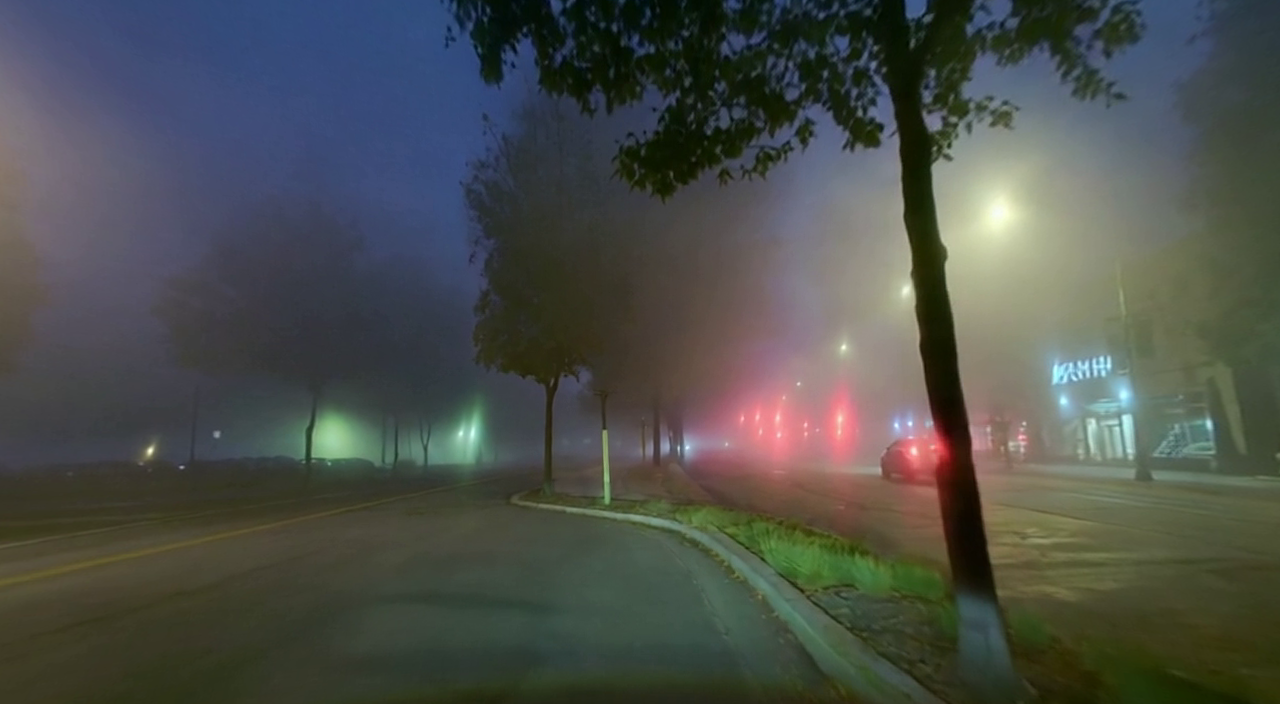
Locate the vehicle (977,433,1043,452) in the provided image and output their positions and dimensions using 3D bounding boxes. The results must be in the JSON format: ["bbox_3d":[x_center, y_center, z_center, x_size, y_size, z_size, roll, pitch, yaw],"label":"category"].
[{"bbox_3d":[27.828,6.857,47.606,3.839,1.386,1.816,-1,-9,6],"label":"vehicle"}]

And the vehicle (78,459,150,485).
[{"bbox_3d":[-34.882,7.892,41.874,4.416,1.541,2.102,-5,-10,30],"label":"vehicle"}]

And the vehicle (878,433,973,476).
[{"bbox_3d":[12.054,4.360,27.067,2.100,1.638,4.545,0,-9,2],"label":"vehicle"}]

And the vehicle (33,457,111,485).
[{"bbox_3d":[-34.276,7.123,38.067,5.124,1.541,2.121,-6,-10,33],"label":"vehicle"}]

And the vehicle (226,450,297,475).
[{"bbox_3d":[-28.597,8.295,47.647,5.483,1.719,2.112,-5,-10,31],"label":"vehicle"}]

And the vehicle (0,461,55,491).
[{"bbox_3d":[-35.375,6.996,35.906,4.157,1.458,2.130,-6,-10,34],"label":"vehicle"}]
